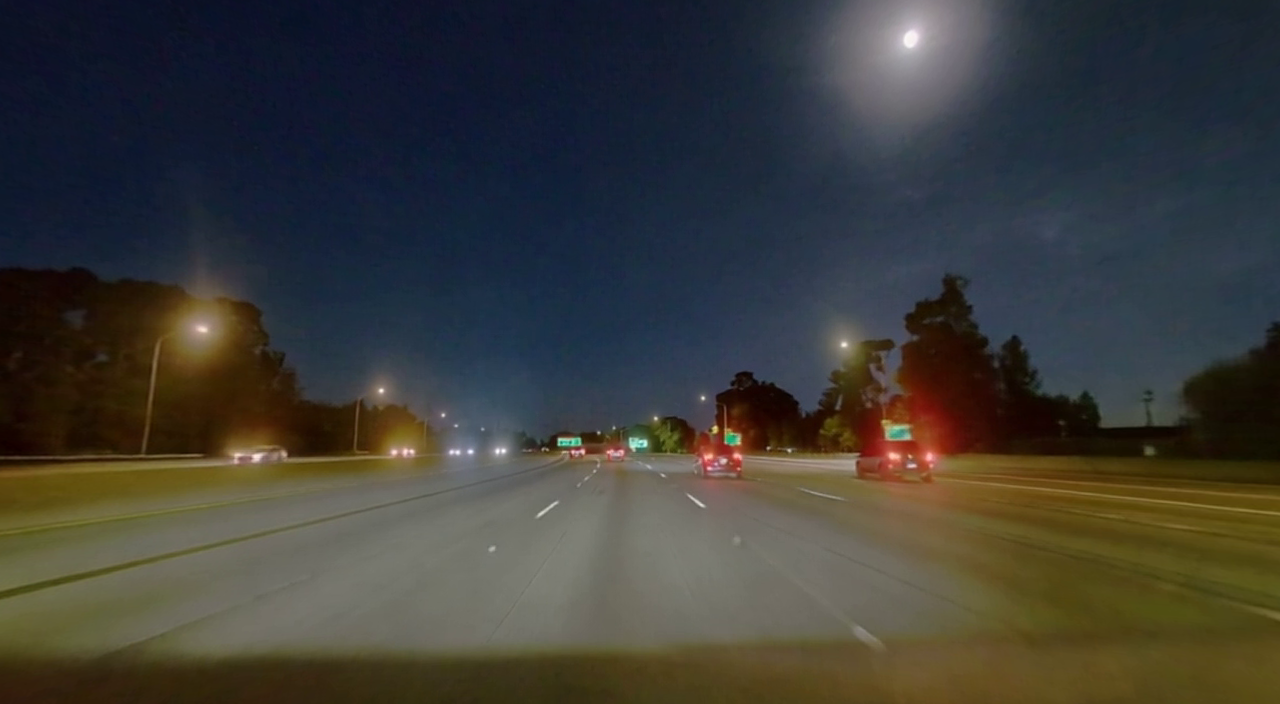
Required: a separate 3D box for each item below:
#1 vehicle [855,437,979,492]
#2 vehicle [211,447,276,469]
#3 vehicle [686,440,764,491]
[{"bbox_3d":[9.193,3.773,21.433,1.909,1.634,4.739,0,-9,-2],"label":"vehicle"},{"bbox_3d":[-29.394,7.858,46.838,1.881,1.532,4.734,0,-9,-2],"label":"vehicle"},{"bbox_3d":[2.797,3.838,21.568,1.975,1.562,3.823,0,-9,-2],"label":"vehicle"}]
